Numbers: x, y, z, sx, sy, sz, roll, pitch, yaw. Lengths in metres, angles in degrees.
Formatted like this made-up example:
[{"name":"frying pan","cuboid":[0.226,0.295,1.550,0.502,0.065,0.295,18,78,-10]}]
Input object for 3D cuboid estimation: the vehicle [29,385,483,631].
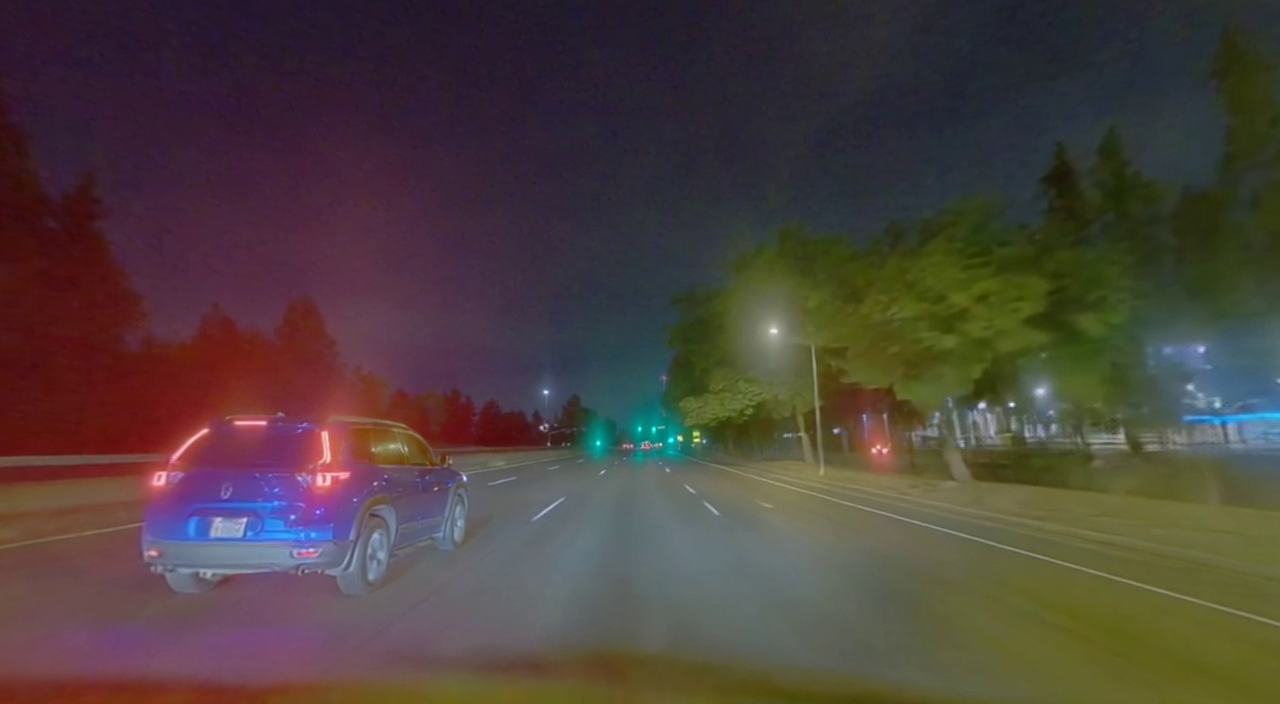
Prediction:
[{"name":"vehicle","cuboid":[-3.283,1.438,6.770,2.033,1.713,4.503,0,-9,0]}]
